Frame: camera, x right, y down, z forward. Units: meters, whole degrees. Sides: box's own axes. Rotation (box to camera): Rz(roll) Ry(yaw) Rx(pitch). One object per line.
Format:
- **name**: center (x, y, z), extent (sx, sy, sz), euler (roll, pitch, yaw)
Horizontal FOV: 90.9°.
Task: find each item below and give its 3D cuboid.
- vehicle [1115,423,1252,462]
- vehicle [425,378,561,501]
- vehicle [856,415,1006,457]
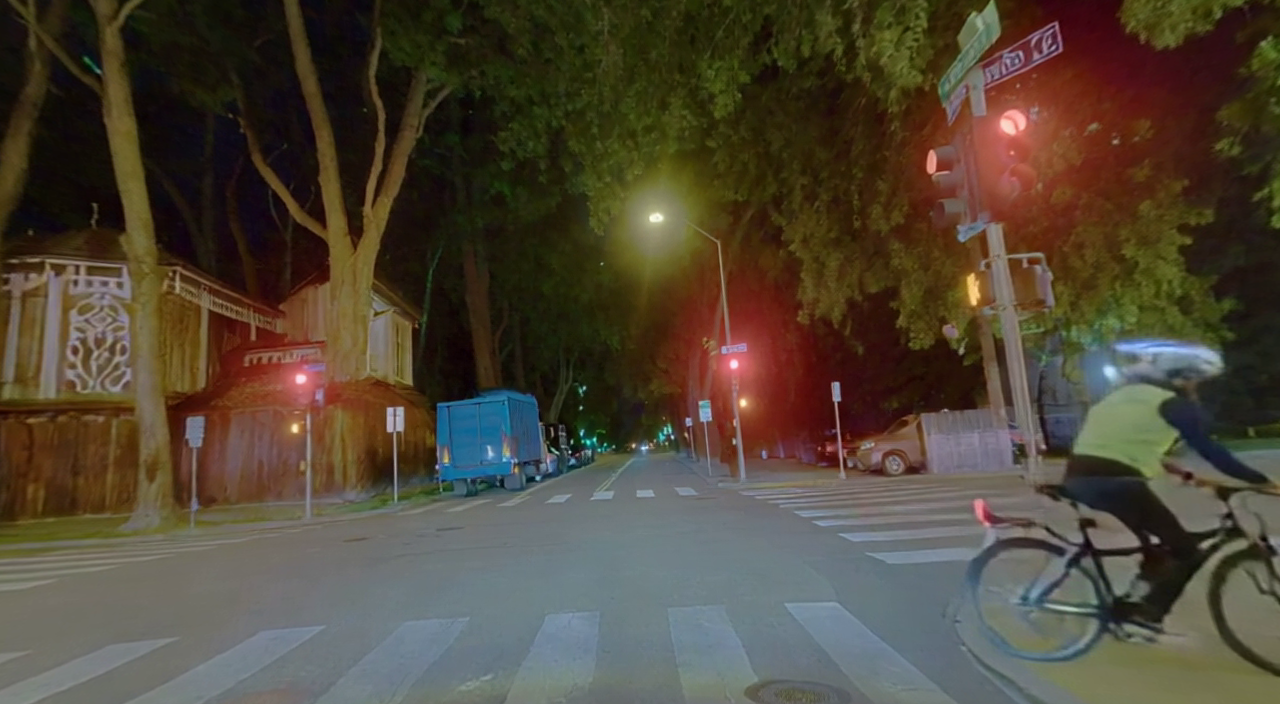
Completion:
- **vehicle**: center (24.929, 4.168, 29.043), extent (4.268, 1.695, 2.053), euler (0, -8, 3)
- **vehicle**: center (-5.811, 3.776, 27.086), extent (3.113, 4.041, 10.284), euler (-4, -8, 1)
- **vehicle**: center (10.668, 3.139, 23.435), extent (4.643, 1.456, 1.820), euler (-1, -8, 5)
